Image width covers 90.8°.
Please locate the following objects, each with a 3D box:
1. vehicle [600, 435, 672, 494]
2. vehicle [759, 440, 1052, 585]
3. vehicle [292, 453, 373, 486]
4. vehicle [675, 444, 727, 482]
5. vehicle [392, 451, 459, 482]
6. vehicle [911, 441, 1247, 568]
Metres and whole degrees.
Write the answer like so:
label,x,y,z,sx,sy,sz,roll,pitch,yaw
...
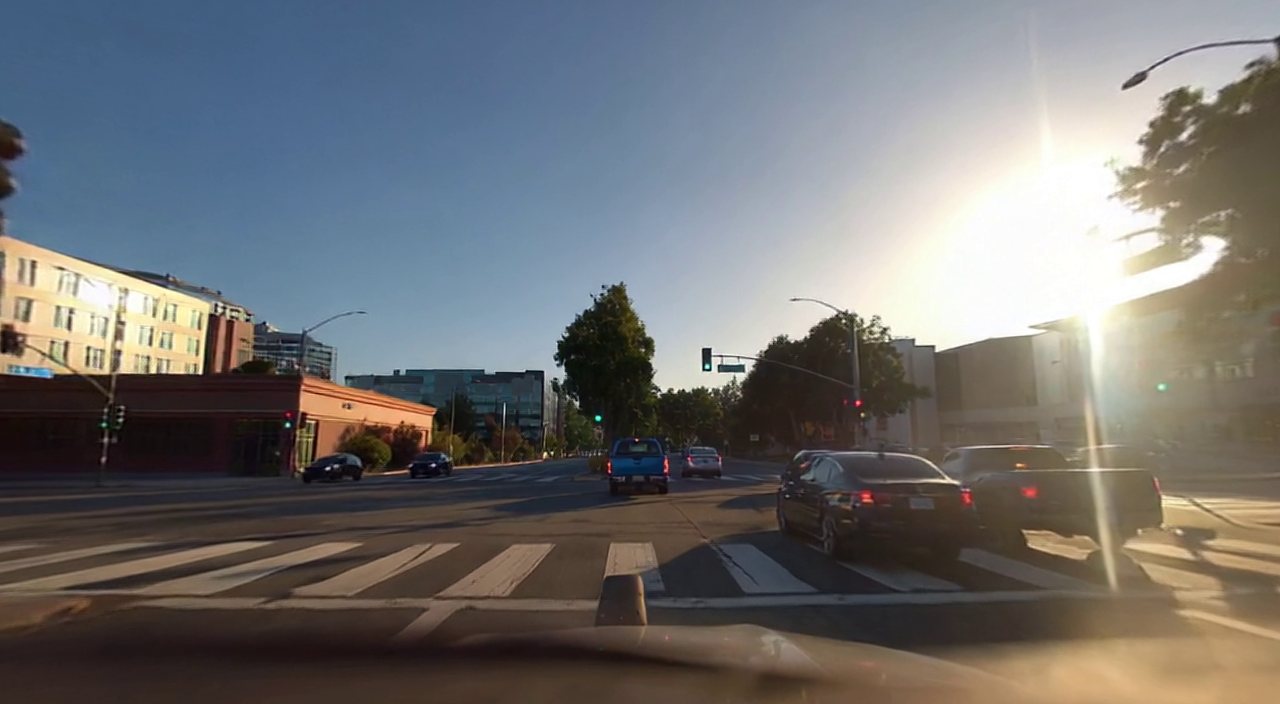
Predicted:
label,x,y,z,sx,sy,sz,roll,pitch,yaw
vehicle,-0.160,4.027,23.010,2.344,1.883,4.572,0,-8,-1
vehicle,3.152,1.973,8.741,2.057,1.463,4.365,0,-8,-1
vehicle,-15.634,5.958,32.385,1.915,1.491,4.347,0,-8,0
vehicle,2.929,5.464,31.453,2.013,1.742,4.424,0,-8,-2
vehicle,-11.492,6.154,34.208,1.989,1.459,4.667,0,-8,0
vehicle,6.156,2.135,9.761,1.855,1.469,4.598,0,-8,0
